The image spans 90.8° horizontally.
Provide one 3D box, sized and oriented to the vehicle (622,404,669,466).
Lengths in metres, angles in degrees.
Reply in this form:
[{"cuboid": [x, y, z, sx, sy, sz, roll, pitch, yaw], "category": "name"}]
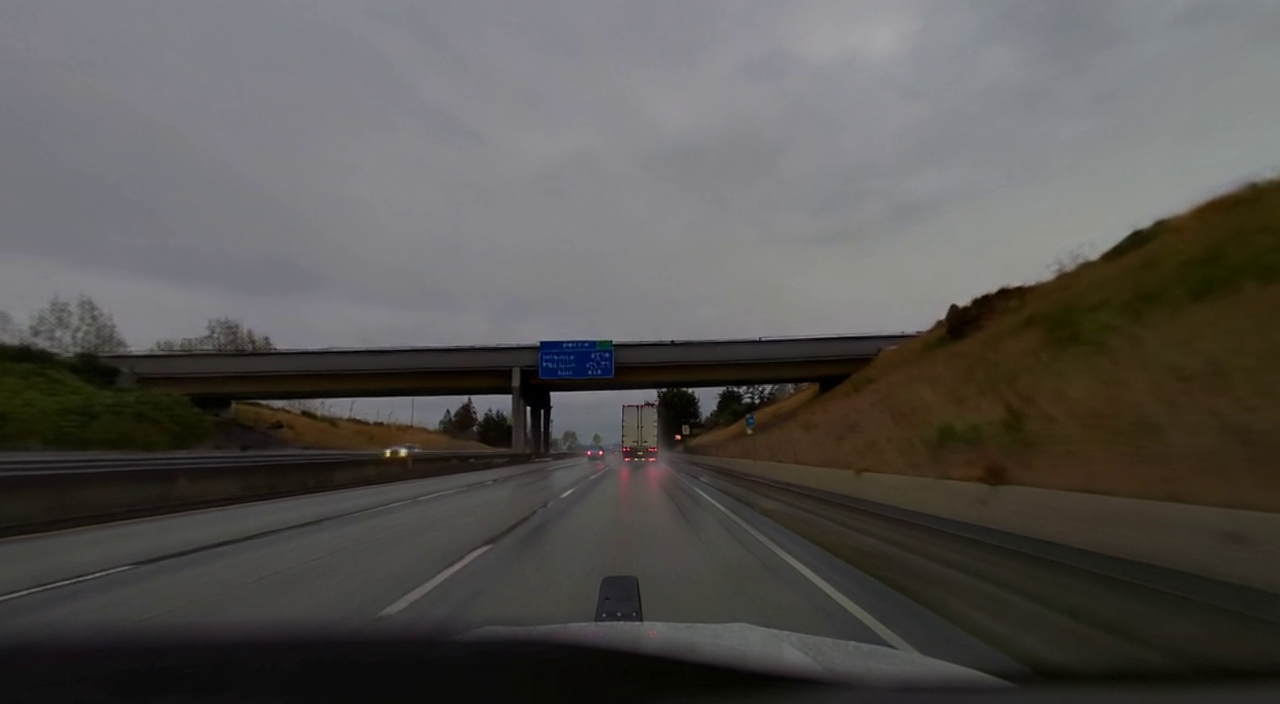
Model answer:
[{"cuboid": [0.307, 6.359, 47.295, 3.033, 3.985, 12.383, 0, -9, 0], "category": "vehicle"}]
